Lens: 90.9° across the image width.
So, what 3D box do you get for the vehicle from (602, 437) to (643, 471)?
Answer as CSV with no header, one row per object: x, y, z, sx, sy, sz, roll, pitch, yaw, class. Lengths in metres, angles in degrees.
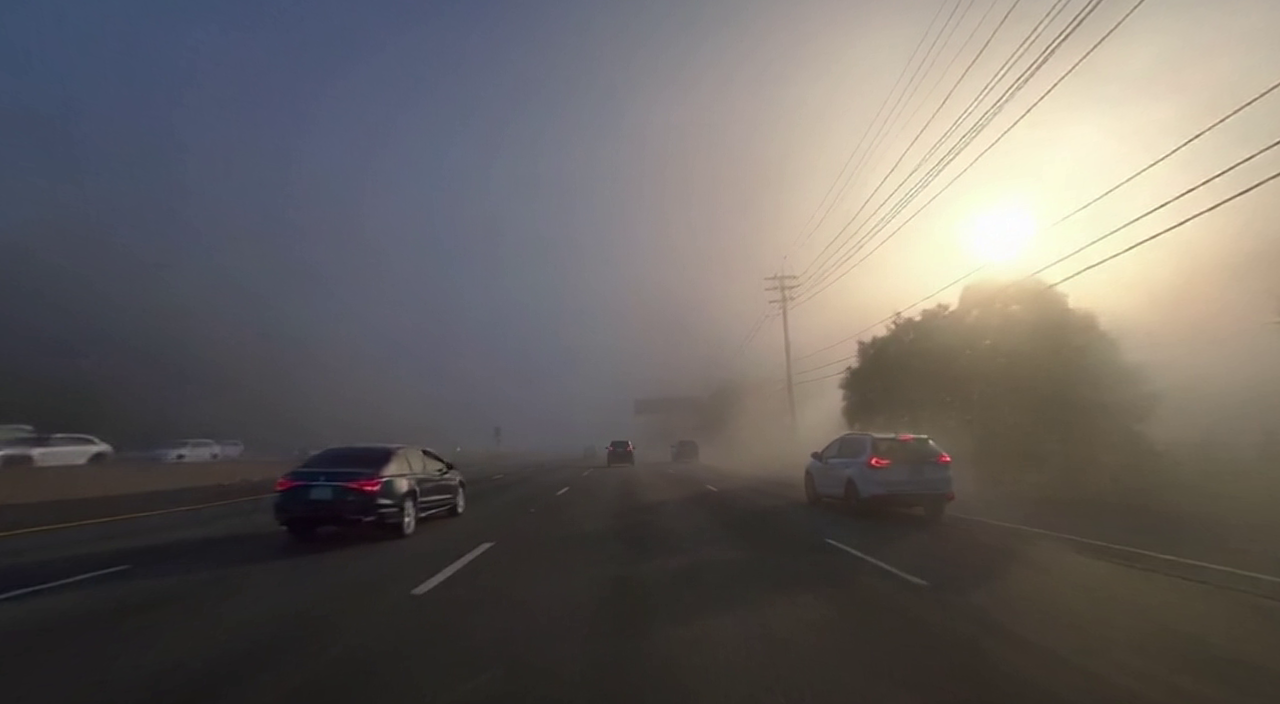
-0.994,5.782,35.850,2.192,1.769,4.287,0,-8,-2,vehicle

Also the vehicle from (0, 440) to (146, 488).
-20.600,3.925,22.507,1.881,1.516,5.010,0,-8,0,vehicle

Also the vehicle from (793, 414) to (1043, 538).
4.482,2.085,11.252,2.102,1.723,4.745,0,-8,-2,vehicle

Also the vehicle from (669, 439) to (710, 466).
3.242,6.734,42.512,2.099,1.720,4.829,0,-8,-4,vehicle

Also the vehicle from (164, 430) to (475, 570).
-4.317,2.064,9.808,2.091,1.562,5.220,0,-8,0,vehicle
